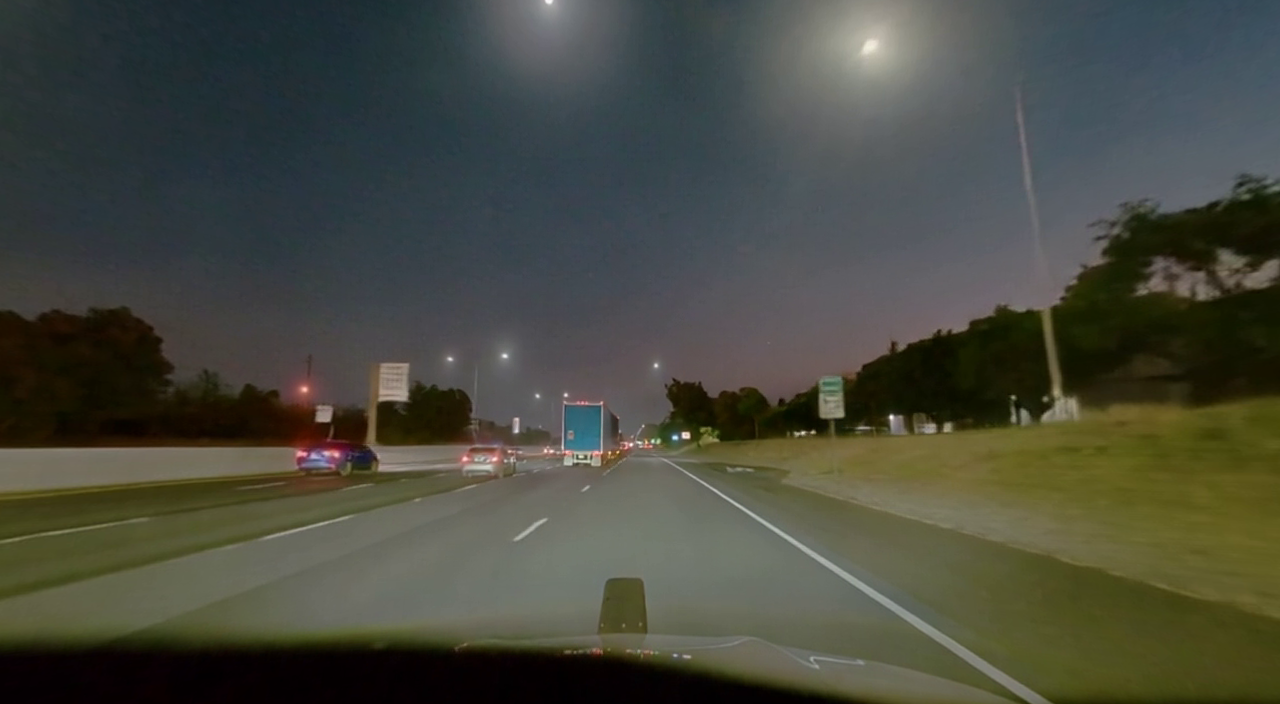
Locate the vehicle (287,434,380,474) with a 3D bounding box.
[{"bbox_3d":[-14.126,4.731,29.412,1.997,1.695,4.492,0,-8,1],"label":"vehicle"}]

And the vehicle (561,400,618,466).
[{"bbox_3d":[-3.316,5.872,45.148,2.905,4.037,12.921,0,-8,0],"label":"vehicle"}]

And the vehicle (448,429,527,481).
[{"bbox_3d":[-5.918,4.052,25.112,2.058,1.840,4.443,0,-8,-1],"label":"vehicle"}]

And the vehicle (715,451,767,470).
[{"bbox_3d":[5.631,6.110,35.531,2.295,0.969,3.132,0,-8,-2],"label":"vehicle"}]
